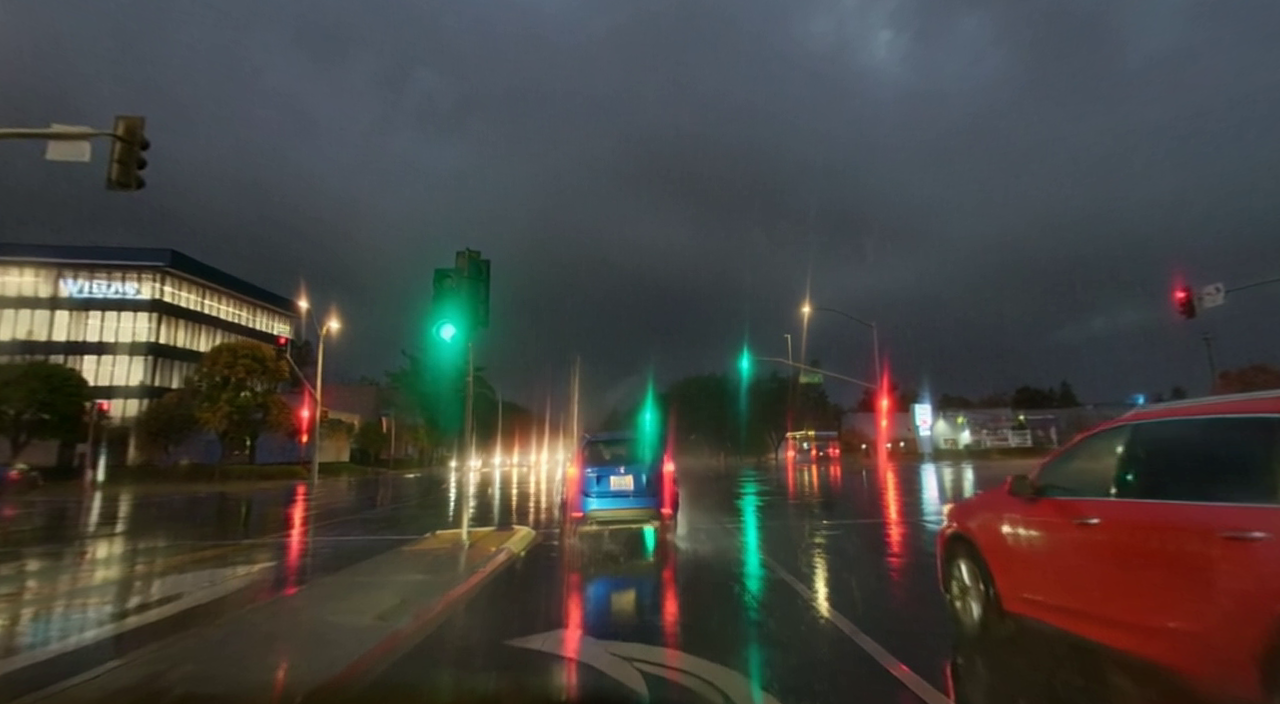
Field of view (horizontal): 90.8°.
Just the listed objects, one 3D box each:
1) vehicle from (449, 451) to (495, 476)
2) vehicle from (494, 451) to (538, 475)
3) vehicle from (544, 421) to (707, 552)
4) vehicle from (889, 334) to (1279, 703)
[{"bbox_3d":[-11.857,7.869,44.818,2.005,1.596,4.342,-1,-9,1],"label":"vehicle"},{"bbox_3d":[-8.596,7.709,44.150,2.163,1.529,4.210,-1,-9,1],"label":"vehicle"},{"bbox_3d":[-0.396,2.175,10.966,2.238,1.762,4.445,1,-9,-5],"label":"vehicle"},{"bbox_3d":[3.214,0.943,3.244,2.040,1.674,4.455,0,-9,0],"label":"vehicle"}]
